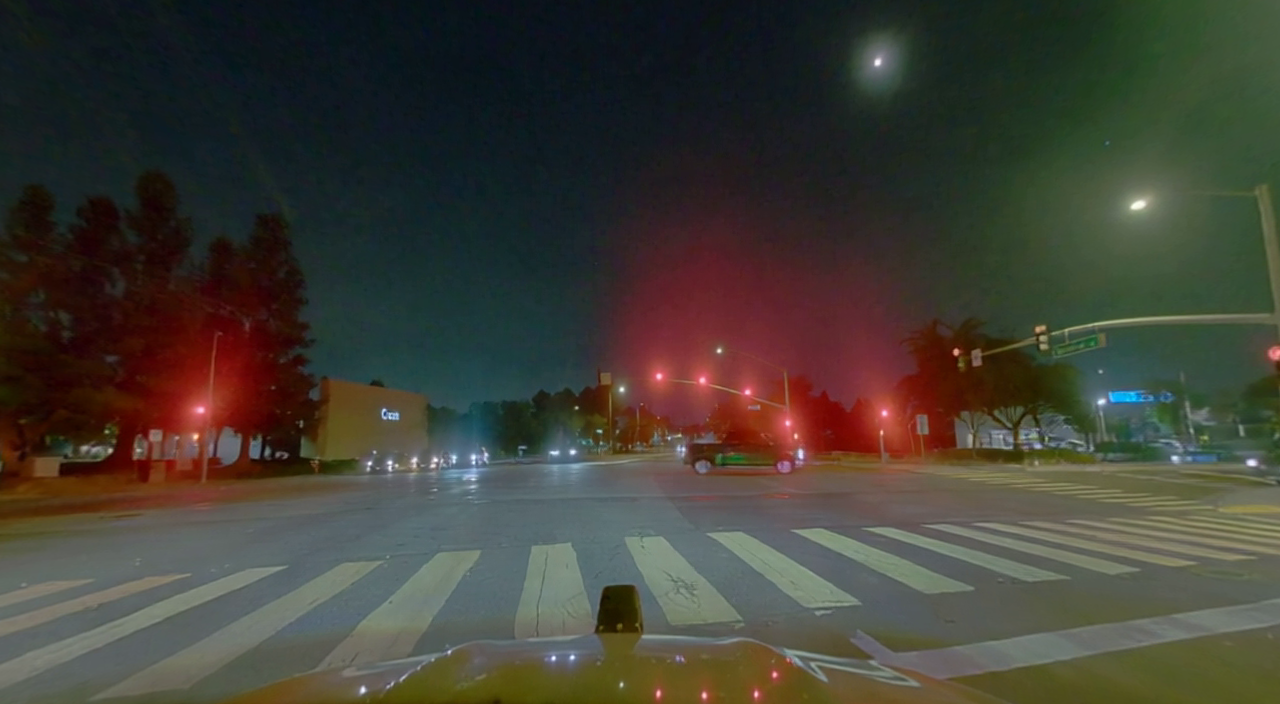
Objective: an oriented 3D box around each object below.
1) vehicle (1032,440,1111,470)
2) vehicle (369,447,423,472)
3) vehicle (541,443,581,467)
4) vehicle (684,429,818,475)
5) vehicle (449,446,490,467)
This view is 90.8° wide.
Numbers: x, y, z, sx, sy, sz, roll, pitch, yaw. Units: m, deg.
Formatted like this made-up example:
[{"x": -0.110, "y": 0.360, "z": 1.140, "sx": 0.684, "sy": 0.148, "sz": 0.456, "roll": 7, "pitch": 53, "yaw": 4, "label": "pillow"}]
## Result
[{"x": 26.359, "y": 6.269, "z": 38.551, "sx": 4.541, "sy": 1.731, "sz": 2.007, "roll": 5, "pitch": -10, "yaw": -28, "label": "vehicle"}, {"x": -16.245, "y": 7.138, "z": 42.240, "sx": 1.883, "sy": 1.586, "sz": 4.297, "roll": 0, "pitch": -9, "yaw": 0, "label": "vehicle"}, {"x": -5.338, "y": 6.842, "z": 42.265, "sx": 1.879, "sy": 1.464, "sz": 4.457, "roll": 3, "pitch": -9, "yaw": -17, "label": "vehicle"}, {"x": 5.103, "y": 4.617, "z": 29.288, "sx": 5.667, "sy": 1.927, "sz": 2.289, "roll": -4, "pitch": -9, "yaw": 25, "label": "vehicle"}, {"x": -12.611, "y": 7.759, "z": 47.090, "sx": 1.946, "sy": 1.474, "sz": 4.008, "roll": 0, "pitch": -9, "yaw": 0, "label": "vehicle"}]
